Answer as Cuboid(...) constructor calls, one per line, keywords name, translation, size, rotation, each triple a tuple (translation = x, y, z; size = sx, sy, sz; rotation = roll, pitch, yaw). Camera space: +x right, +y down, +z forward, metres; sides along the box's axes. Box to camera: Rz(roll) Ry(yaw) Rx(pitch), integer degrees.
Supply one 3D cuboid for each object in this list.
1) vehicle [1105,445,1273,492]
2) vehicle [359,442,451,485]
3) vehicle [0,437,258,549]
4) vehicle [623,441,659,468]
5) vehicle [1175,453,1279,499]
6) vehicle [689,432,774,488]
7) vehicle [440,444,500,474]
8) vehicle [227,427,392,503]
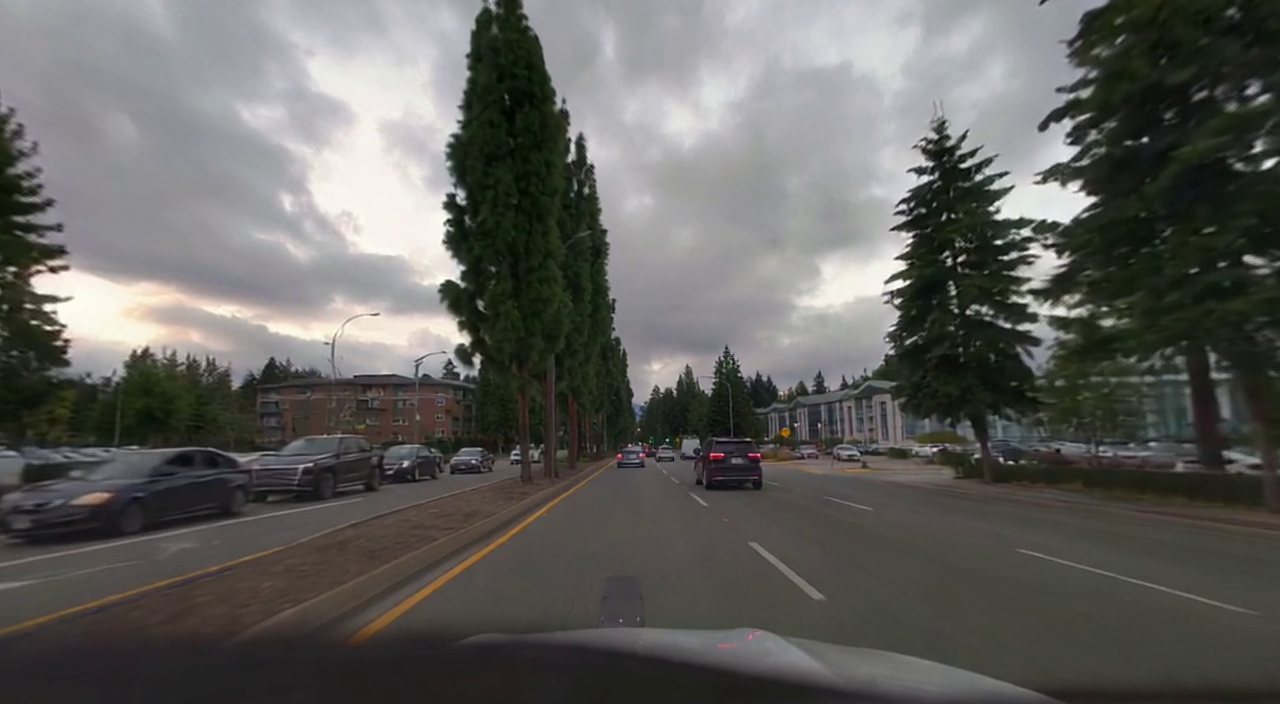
Cuboid(name="vehicle", translation=(20.558, 4.347, 23.814), size=(4.519, 1.657, 1.944), rotation=(0, -8, -2))
Cuboid(name="vehicle", translation=(-8.882, 4.227, 24.281), size=(1.864, 1.500, 4.294), rotation=(0, -8, 0))
Cuboid(name="vehicle", translation=(-9.022, 2.251, 10.879), size=(1.955, 1.484, 4.608), rotation=(0, -8, 0))
Cuboid(name="vehicle", translation=(0.029, 6.446, 39.950), size=(2.145, 1.572, 4.021), rotation=(0, -8, -1))
Cuboid(name="vehicle", translation=(20.676, 4.133, 21.194), size=(3.914, 1.421, 1.695), rotation=(0, -8, -2))
Cuboid(name="vehicle", translation=(3.159, 3.858, 22.908), size=(2.235, 1.806, 4.818), rotation=(0, -8, -2))
Cuboid(name="vehicle", translation=(-9.065, 5.727, 34.069), size=(1.938, 1.464, 4.340), rotation=(0, -8, 1))
Cuboid(name="vehicle", translation=(-9.038, 3.121, 17.894), size=(2.024, 1.822, 4.824), rotation=(0, -8, 0))
